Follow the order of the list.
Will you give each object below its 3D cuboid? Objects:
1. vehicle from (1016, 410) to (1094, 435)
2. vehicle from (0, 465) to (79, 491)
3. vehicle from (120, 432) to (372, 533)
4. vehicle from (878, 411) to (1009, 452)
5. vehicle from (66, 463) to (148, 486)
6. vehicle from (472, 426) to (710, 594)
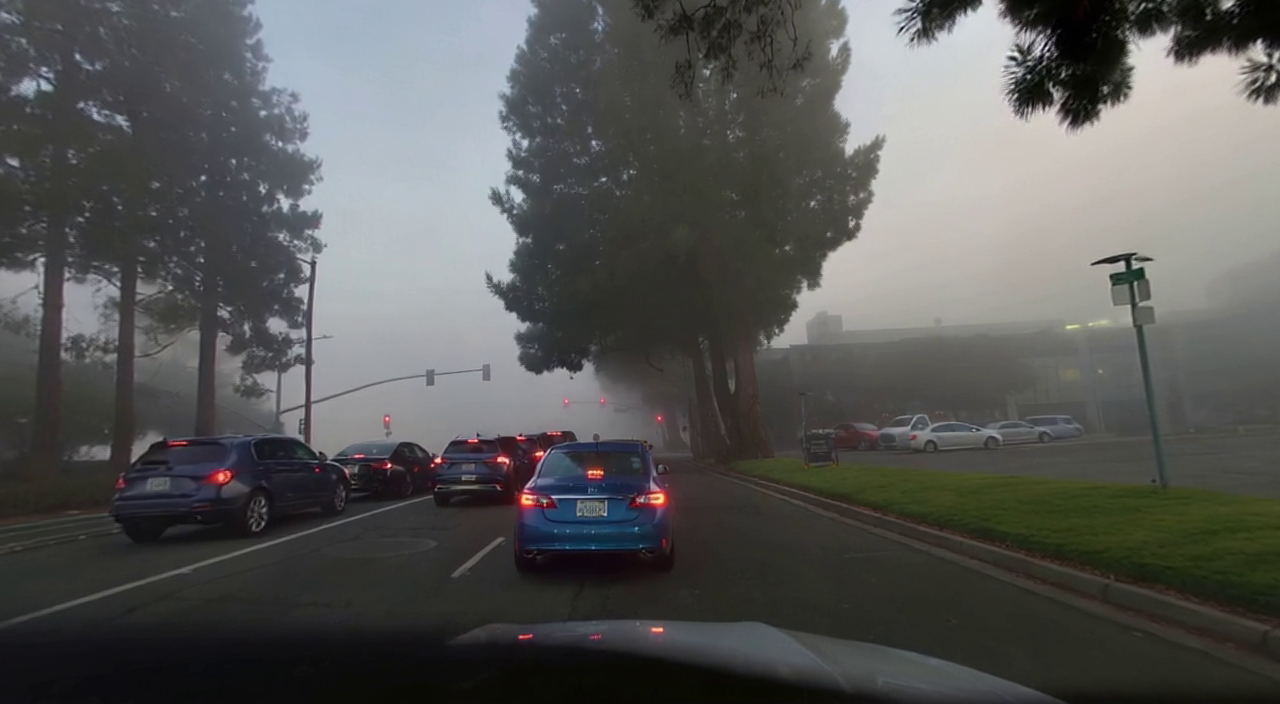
[{"bbox_3d":[30.371,5.231,46.401,4.627,1.671,1.929,-5,-10,30],"label":"vehicle"},{"bbox_3d":[-36.652,7.546,37.971,4.093,1.440,1.804,0,-9,-1],"label":"vehicle"},{"bbox_3d":[-7.264,2.427,12.353,2.096,1.593,4.288,0,-9,1],"label":"vehicle"},{"bbox_3d":[13.934,3.700,29.231,4.975,1.809,1.956,0,-9,1],"label":"vehicle"},{"bbox_3d":[-36.476,8.370,43.288,3.918,1.423,1.861,-1,-9,2],"label":"vehicle"},{"bbox_3d":[-0.419,1.706,7.647,2.104,1.472,3.946,0,-9,0],"label":"vehicle"}]
